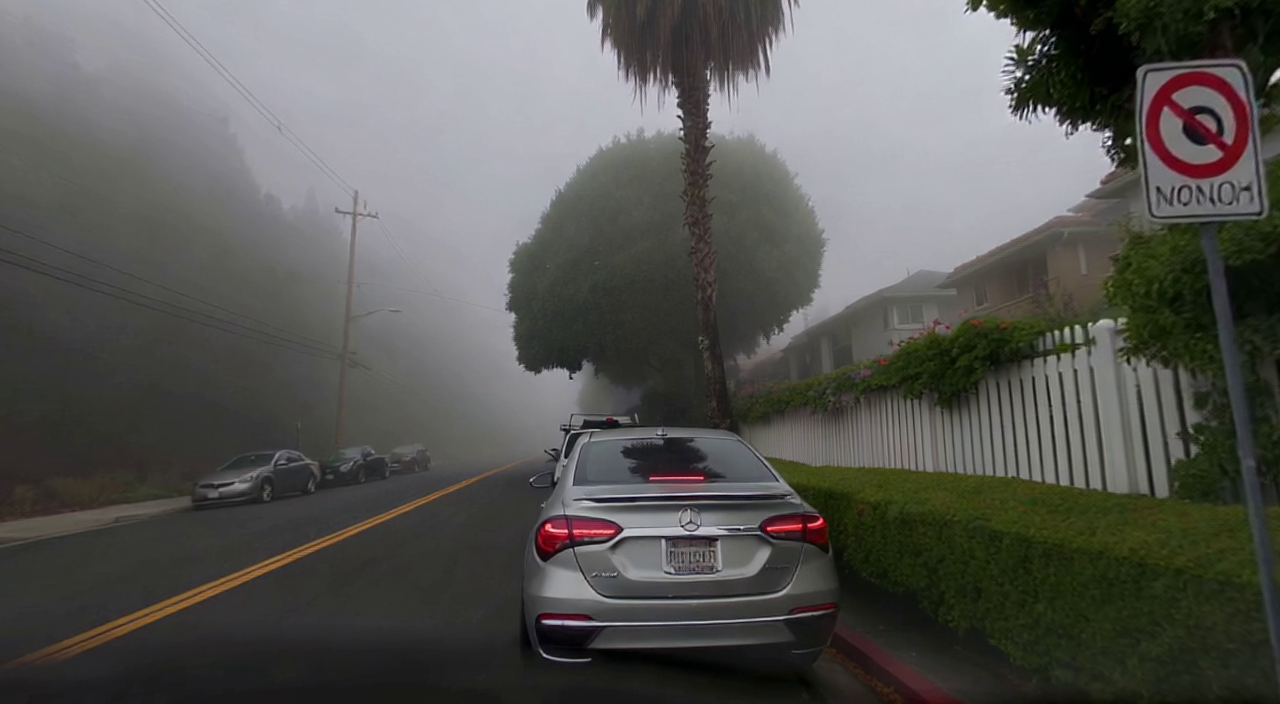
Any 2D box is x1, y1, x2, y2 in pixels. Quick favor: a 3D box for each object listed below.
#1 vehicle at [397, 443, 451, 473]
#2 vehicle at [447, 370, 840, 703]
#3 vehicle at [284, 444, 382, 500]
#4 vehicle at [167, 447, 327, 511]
[{"bbox_3d":[-13.167,6.466,38.668,2.060,1.689,4.999,1,-8,-7],"label":"vehicle"},{"bbox_3d":[-0.140,1.218,4.993,1.894,1.695,3.795,1,-8,-6],"label":"vehicle"},{"bbox_3d":[-12.155,4.705,25.275,2.048,1.485,4.757,-4,-4,-8],"label":"vehicle"},{"bbox_3d":[-11.400,3.654,18.794,2.017,1.627,5.039,1,-8,-7],"label":"vehicle"}]
